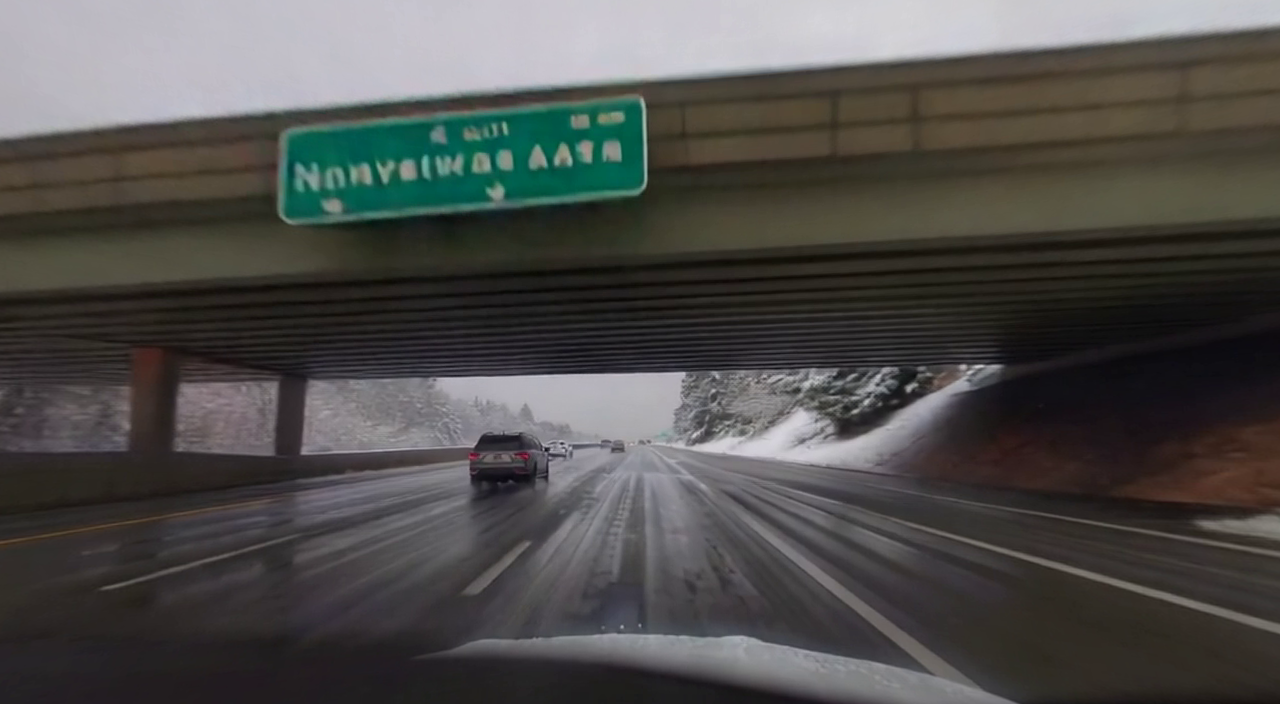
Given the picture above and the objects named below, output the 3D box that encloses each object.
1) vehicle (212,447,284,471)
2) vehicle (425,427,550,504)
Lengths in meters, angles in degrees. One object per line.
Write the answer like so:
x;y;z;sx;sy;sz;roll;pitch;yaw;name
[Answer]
-25.319;6.909;40.734;1.825;1.430;4.256;0;-8;2;vehicle
-3.710;2.860;16.234;2.048;1.705;4.384;0;-8;1;vehicle
